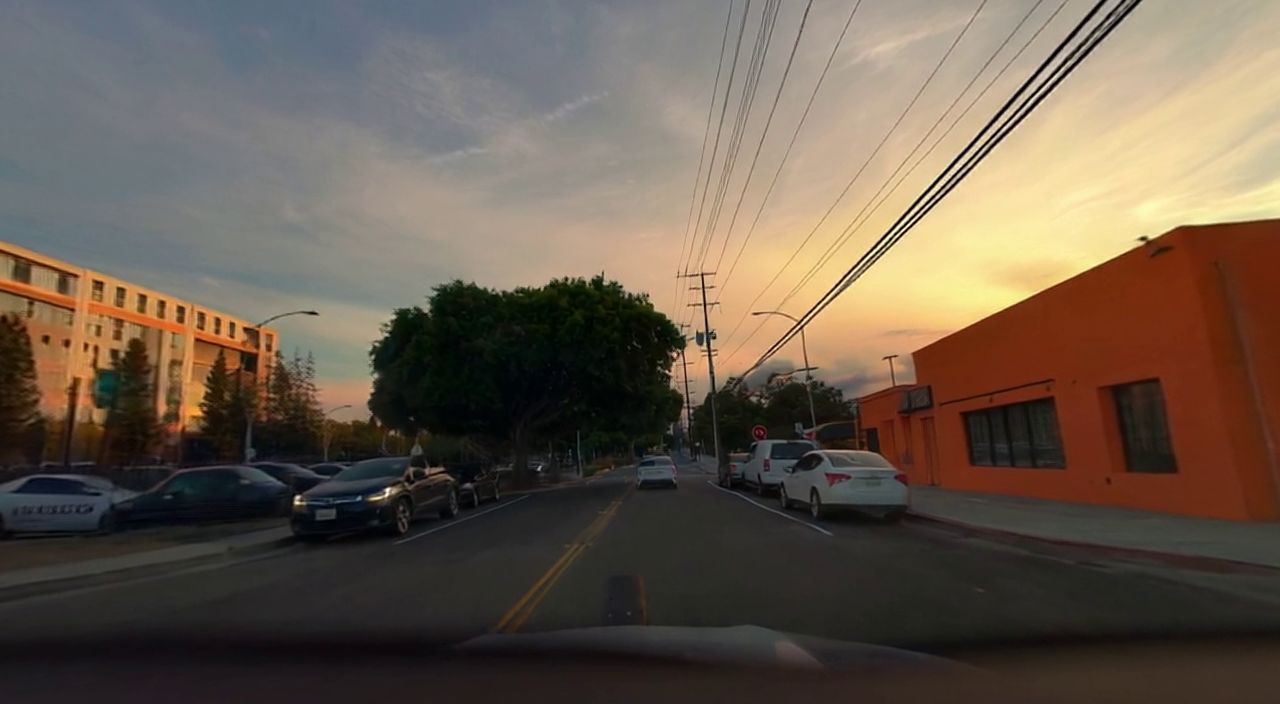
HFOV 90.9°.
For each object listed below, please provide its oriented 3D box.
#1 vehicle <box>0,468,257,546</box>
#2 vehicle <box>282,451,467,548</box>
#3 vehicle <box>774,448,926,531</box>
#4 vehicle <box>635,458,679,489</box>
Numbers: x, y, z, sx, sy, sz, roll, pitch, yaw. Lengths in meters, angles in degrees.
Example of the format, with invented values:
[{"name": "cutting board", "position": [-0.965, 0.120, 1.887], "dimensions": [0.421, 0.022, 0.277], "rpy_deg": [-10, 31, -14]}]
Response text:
[{"name": "vehicle", "position": [-11.673, 3.375, 14.003], "dimensions": [4.968, 1.493, 1.961], "rpy_deg": [0, -8, -2]}, {"name": "vehicle", "position": [-5.756, 3.206, 14.593], "dimensions": [2.146, 1.775, 5.117], "rpy_deg": [0, -8, -1]}, {"name": "vehicle", "position": [4.270, 2.827, 13.647], "dimensions": [1.840, 1.452, 4.517], "rpy_deg": [0, -8, 2]}, {"name": "vehicle", "position": [1.038, 6.709, 35.143], "dimensions": [2.033, 1.464, 4.645], "rpy_deg": [-1, -9, 7]}]
